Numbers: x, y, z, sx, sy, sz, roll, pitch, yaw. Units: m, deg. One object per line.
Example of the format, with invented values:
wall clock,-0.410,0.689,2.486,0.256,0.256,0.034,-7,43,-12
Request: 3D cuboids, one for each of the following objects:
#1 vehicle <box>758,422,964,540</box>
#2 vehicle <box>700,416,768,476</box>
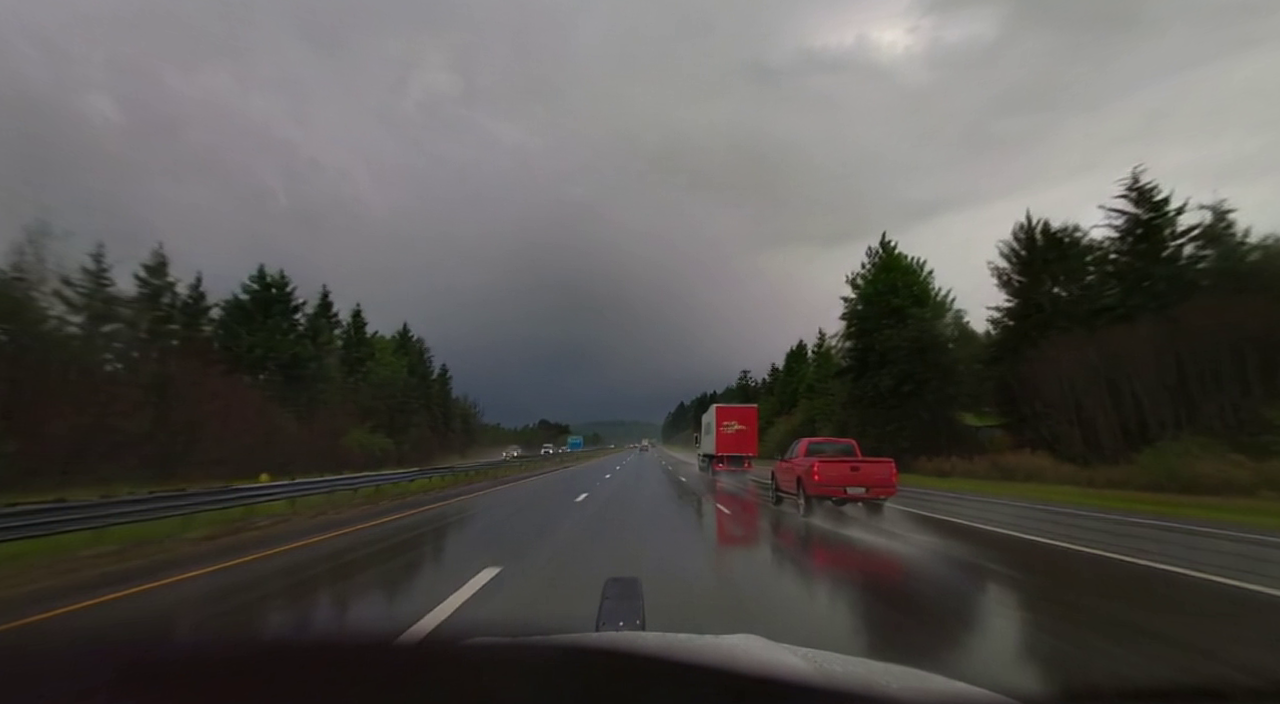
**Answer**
vehicle,3.435,2.091,10.756,2.019,1.601,3.953,0,-9,0
vehicle,4.337,4.515,30.140,2.300,2.564,5.643,0,-9,-1
